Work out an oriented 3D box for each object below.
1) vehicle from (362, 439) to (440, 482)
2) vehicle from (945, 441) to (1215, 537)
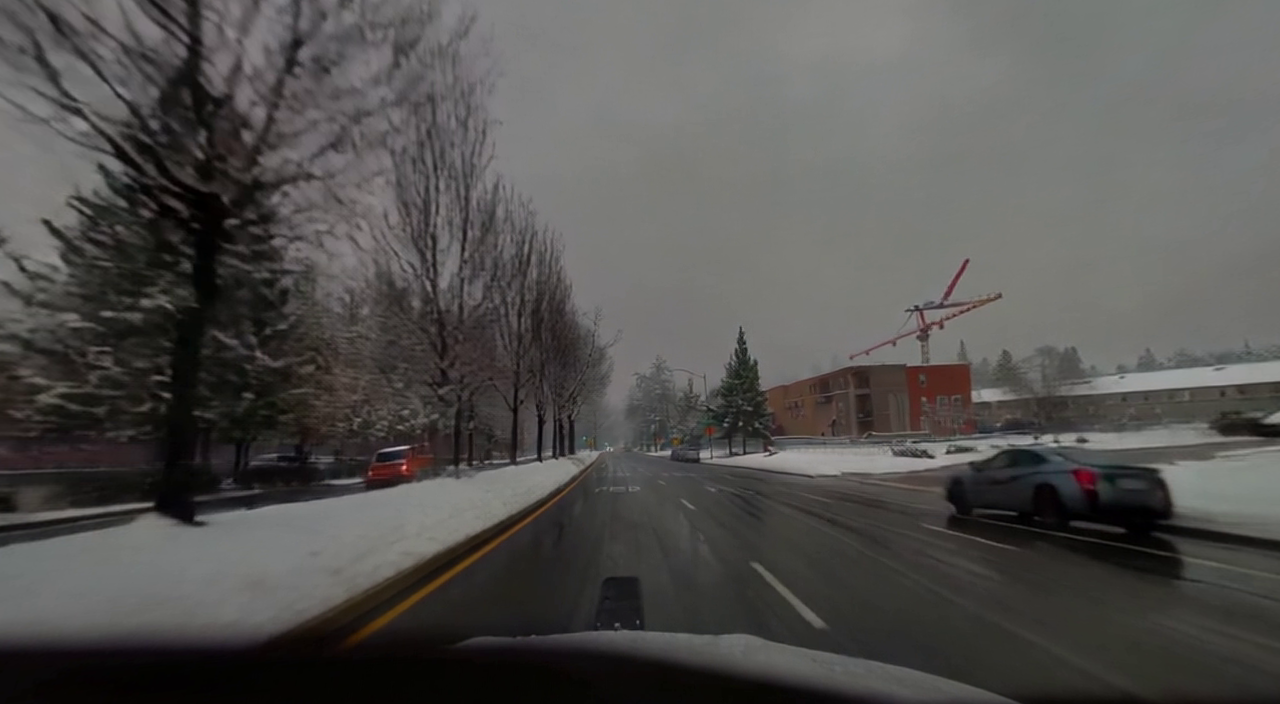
[{"bbox_3d":[-11.837,5.376,31.641,2.127,1.984,4.545,0,-9,-1],"label":"vehicle"},{"bbox_3d":[8.346,2.584,12.633,1.977,1.540,4.307,1,-9,-6],"label":"vehicle"}]
